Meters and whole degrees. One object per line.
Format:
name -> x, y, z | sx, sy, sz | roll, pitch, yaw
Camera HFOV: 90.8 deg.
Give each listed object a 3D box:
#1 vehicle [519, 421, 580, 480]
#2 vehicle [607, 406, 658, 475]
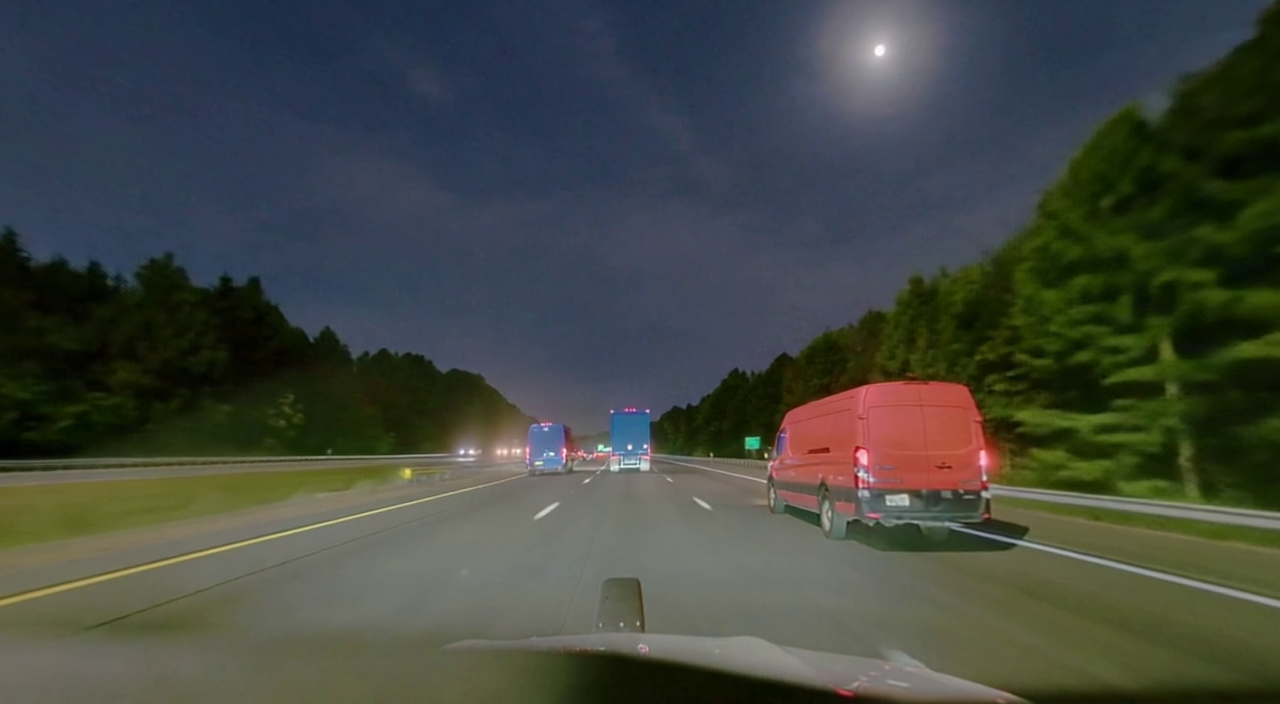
vehicle -> -4.634, 5.226, 33.461 | 2.357, 2.786, 6.144 | 0, -9, -1
vehicle -> -0.574, 5.996, 42.267 | 2.995, 4.036, 10.311 | 0, -9, -1
